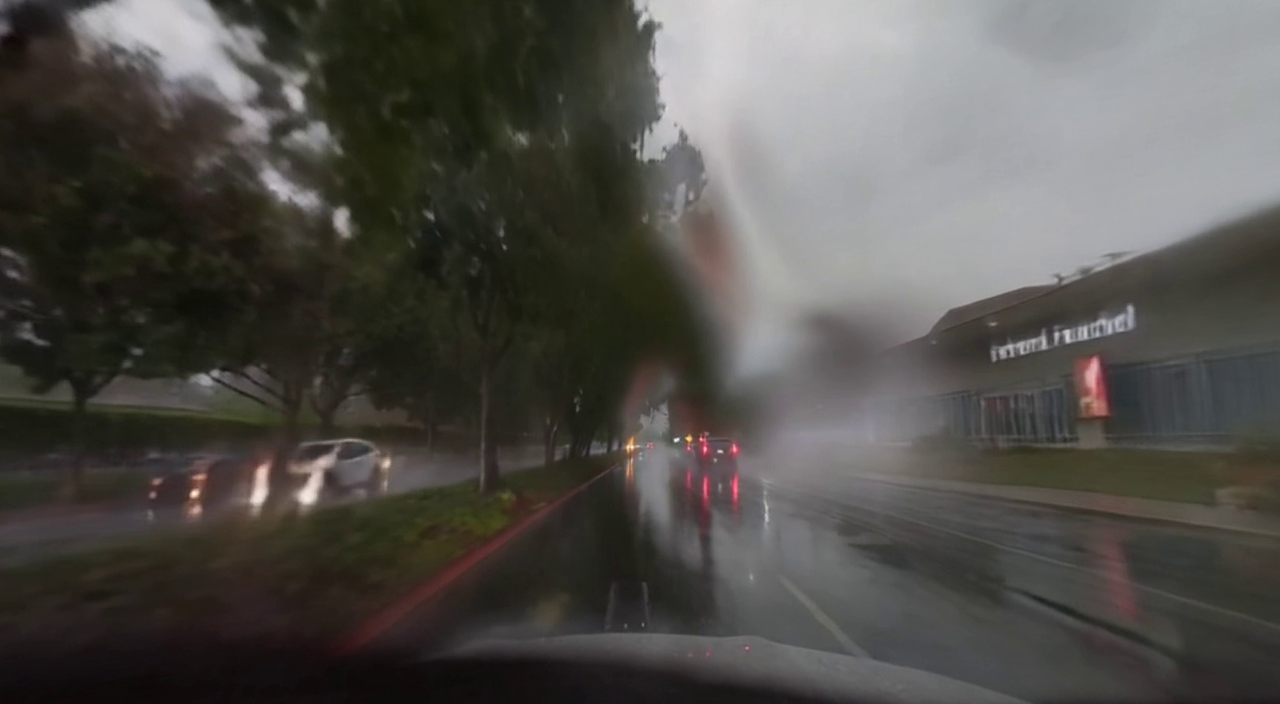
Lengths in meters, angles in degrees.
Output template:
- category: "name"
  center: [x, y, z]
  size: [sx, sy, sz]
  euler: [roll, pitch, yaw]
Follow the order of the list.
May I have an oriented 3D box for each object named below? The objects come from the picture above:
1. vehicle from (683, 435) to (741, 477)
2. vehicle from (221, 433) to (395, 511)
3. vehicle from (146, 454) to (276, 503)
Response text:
- category: "vehicle"
  center: [3.265, 4.822, 29.451]
  size: [2.143, 1.759, 4.378]
  euler: [0, -9, -1]
- category: "vehicle"
  center: [-8.426, 3.070, 16.601]
  size: [2.040, 1.729, 4.566]
  euler: [0, -9, 1]
- category: "vehicle"
  center: [-16.406, 4.819, 24.459]
  size: [1.848, 1.641, 4.644]
  euler: [0, -8, -1]
